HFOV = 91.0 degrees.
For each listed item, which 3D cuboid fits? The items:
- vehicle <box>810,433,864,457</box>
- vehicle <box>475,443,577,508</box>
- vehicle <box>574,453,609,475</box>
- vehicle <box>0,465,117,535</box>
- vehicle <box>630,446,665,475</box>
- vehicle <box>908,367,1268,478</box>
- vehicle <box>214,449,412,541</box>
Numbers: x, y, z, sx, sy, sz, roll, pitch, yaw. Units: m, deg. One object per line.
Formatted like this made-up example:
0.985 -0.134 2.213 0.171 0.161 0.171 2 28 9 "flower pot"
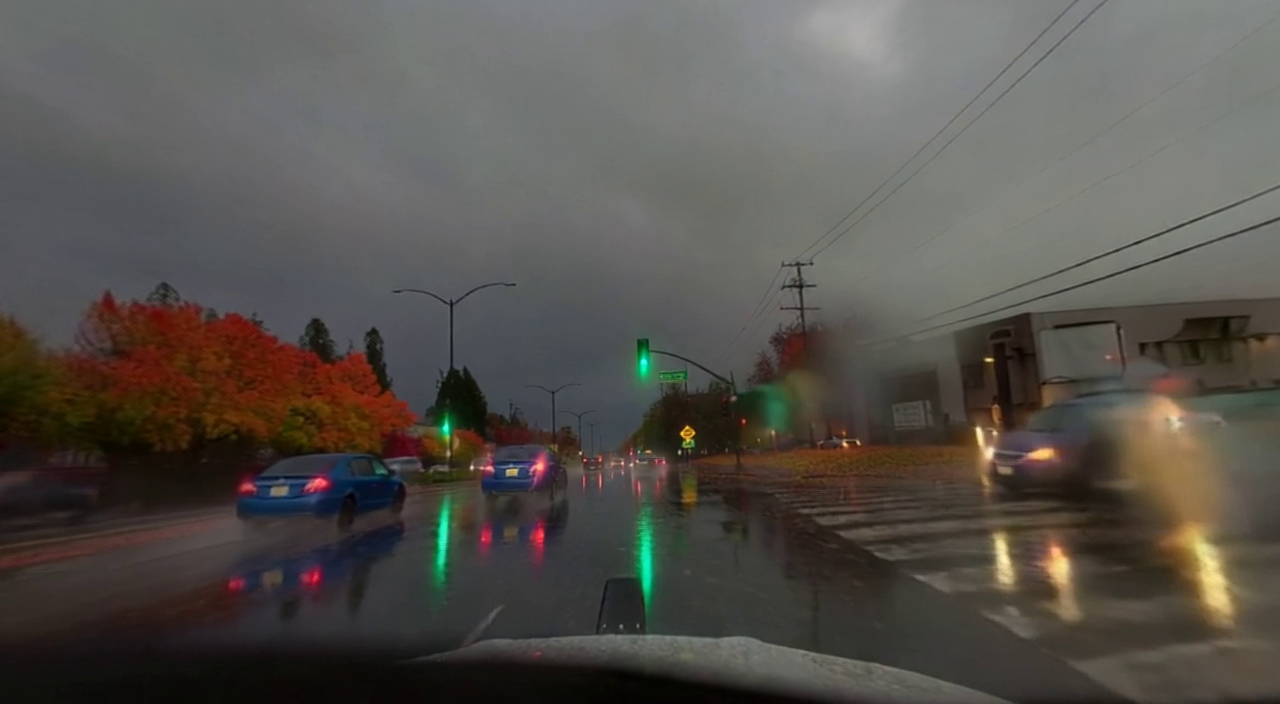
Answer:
15.032 7.162 48.272 1.826 1.474 4.254 -1 -11 -14 "vehicle"
-3.211 3.548 18.730 2.085 1.663 4.513 0 -8 1 "vehicle"
-3.513 8.195 46.242 2.068 1.482 4.490 0 -8 2 "vehicle"
-19.194 4.476 19.304 2.031 1.818 4.887 0 -8 0 "vehicle"
0.427 7.006 40.872 2.144 1.704 4.028 0 -8 -1 "vehicle"
9.959 1.671 14.444 6.464 2.280 2.483 1 -8 -4 "vehicle"
-6.717 2.918 13.596 1.932 1.596 4.247 0 -8 1 "vehicle"
